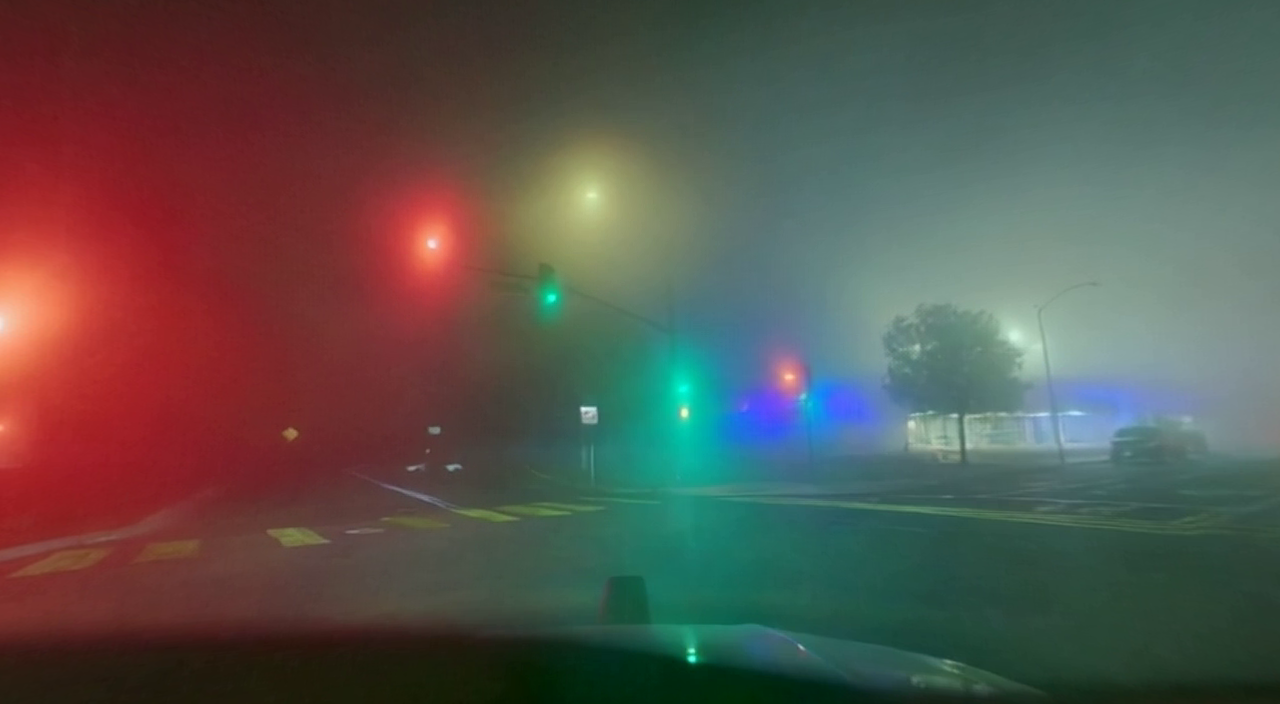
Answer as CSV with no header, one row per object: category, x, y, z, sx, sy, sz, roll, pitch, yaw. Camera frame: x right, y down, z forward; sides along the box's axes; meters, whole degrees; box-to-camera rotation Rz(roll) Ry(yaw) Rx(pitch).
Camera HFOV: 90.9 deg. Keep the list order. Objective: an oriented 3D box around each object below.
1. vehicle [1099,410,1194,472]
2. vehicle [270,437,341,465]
vehicle,24.921,4.381,30.916,5.997,2.750,2.324,7,-11,-41
vehicle,-25.013,7.392,47.044,5.570,1.923,2.336,-6,-11,36
